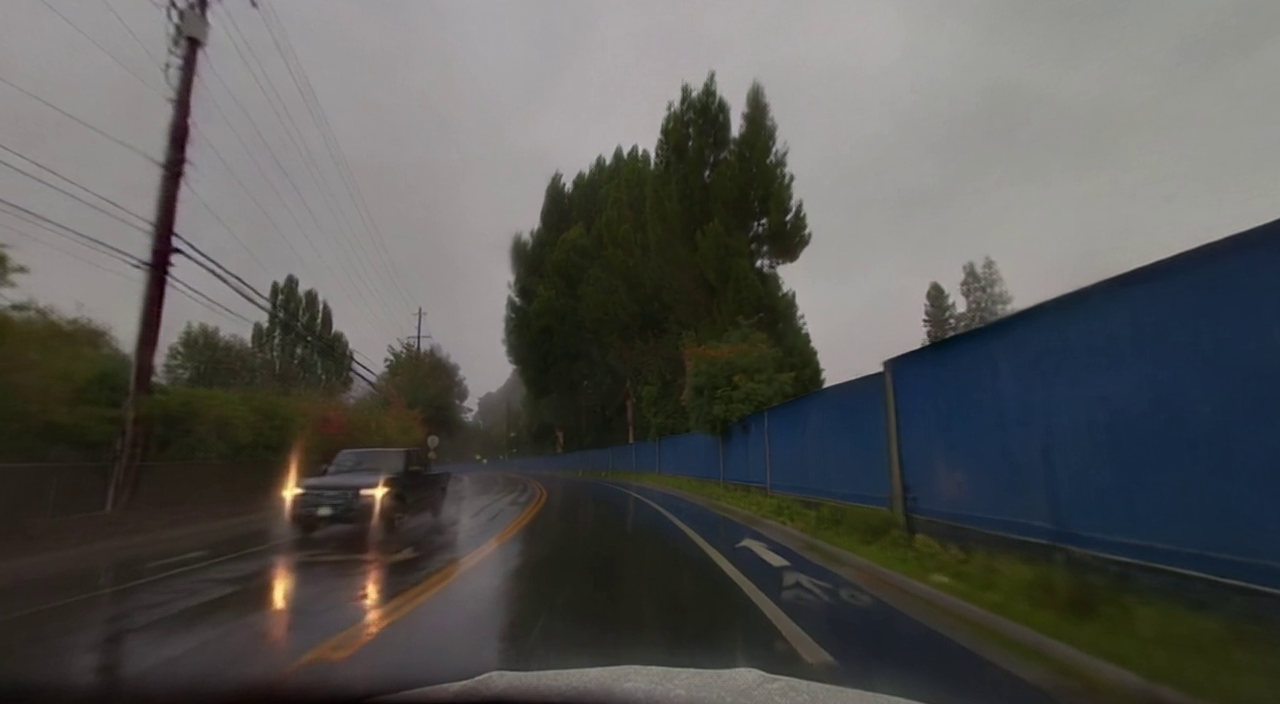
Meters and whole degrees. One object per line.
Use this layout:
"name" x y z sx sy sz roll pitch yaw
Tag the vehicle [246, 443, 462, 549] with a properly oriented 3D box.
"vehicle" -4.736 2.408 11.374 2.034 1.479 4.521 0 -9 -4
